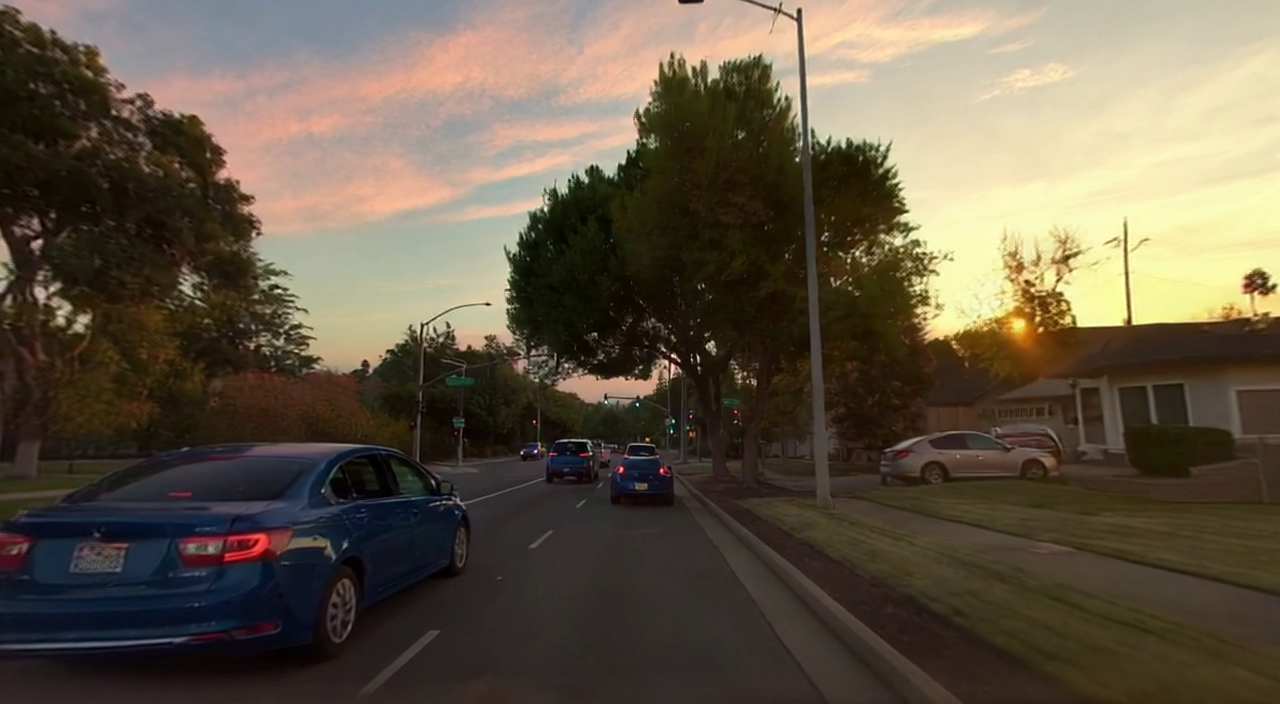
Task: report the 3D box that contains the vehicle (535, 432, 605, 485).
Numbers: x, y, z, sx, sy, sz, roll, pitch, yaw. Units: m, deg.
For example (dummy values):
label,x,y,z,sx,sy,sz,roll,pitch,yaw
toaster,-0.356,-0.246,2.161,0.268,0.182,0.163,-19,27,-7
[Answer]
label,x,y,z,sx,sy,sz,roll,pitch,yaw
vehicle,-2.466,3.893,23.282,2.000,1.737,4.133,0,-9,2

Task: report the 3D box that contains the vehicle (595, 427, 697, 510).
label,x,y,z,sx,sy,sz,roll,pitch,yaw
vehicle,0.105,2.720,15.133,2.120,1.718,3.909,0,-9,0

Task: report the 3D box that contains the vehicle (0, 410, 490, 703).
label,x,y,z,sx,sy,sz,roll,pitch,yaw
vehicle,-2.836,1.344,5.119,1.968,1.472,4.685,0,-9,1

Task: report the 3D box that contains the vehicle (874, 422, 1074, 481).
label,x,y,z,sx,sy,sz,roll,pitch,yaw
vehicle,9.137,2.761,17.560,4.456,1.504,1.914,0,-8,0
